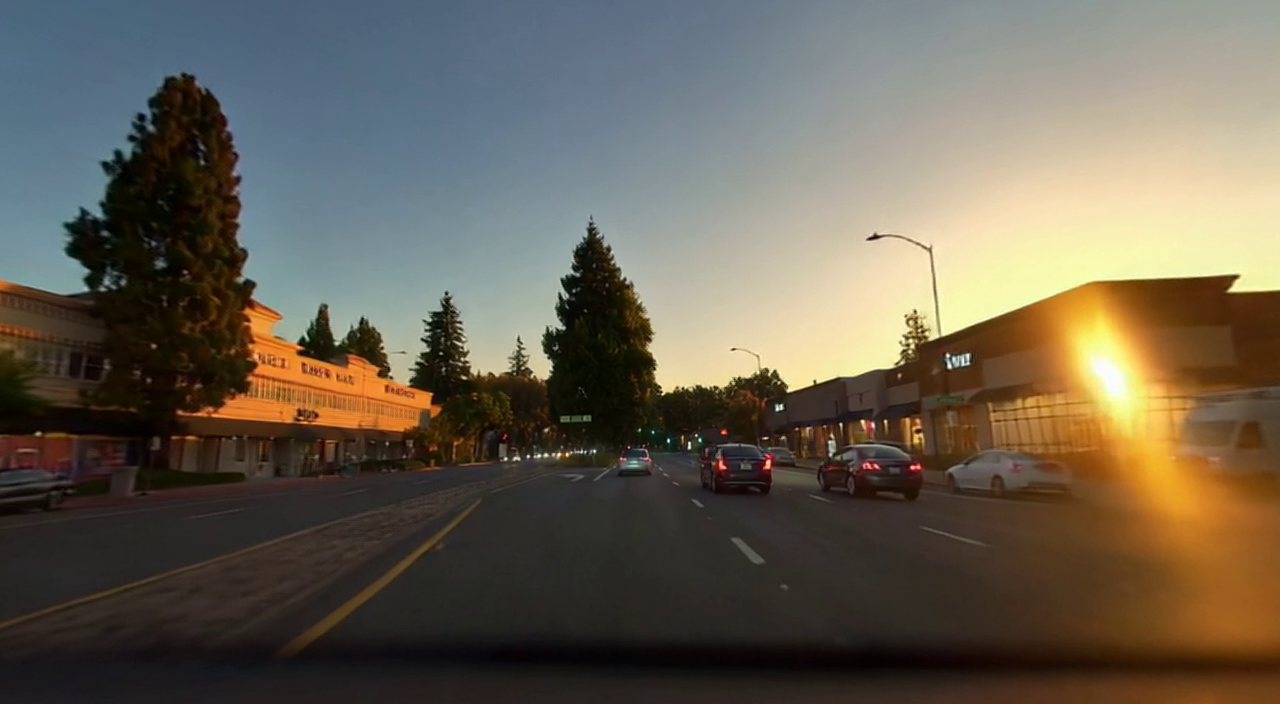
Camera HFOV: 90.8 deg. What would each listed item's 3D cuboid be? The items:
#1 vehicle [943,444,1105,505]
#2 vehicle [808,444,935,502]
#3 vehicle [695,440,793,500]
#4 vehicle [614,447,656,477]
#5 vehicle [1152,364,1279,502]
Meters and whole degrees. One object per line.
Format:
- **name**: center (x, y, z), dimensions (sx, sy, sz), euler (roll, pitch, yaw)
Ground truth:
- **vehicle**: center (10.597, 3.378, 17.850), dimensions (2.000, 1.514, 3.811), euler (0, -9, -4)
- **vehicle**: center (6.591, 3.475, 18.630), dimensions (1.952, 1.449, 4.544), euler (0, -9, -1)
- **vehicle**: center (2.948, 3.467, 19.017), dimensions (2.072, 1.545, 4.578), euler (0, -9, -1)
- **vehicle**: center (-0.275, 5.653, 32.741), dimensions (2.052, 1.461, 4.324), euler (0, -9, -1)
- **vehicle**: center (17.566, 2.013, 15.693), dimensions (7.127, 3.093, 2.760), euler (0, -9, 0)
